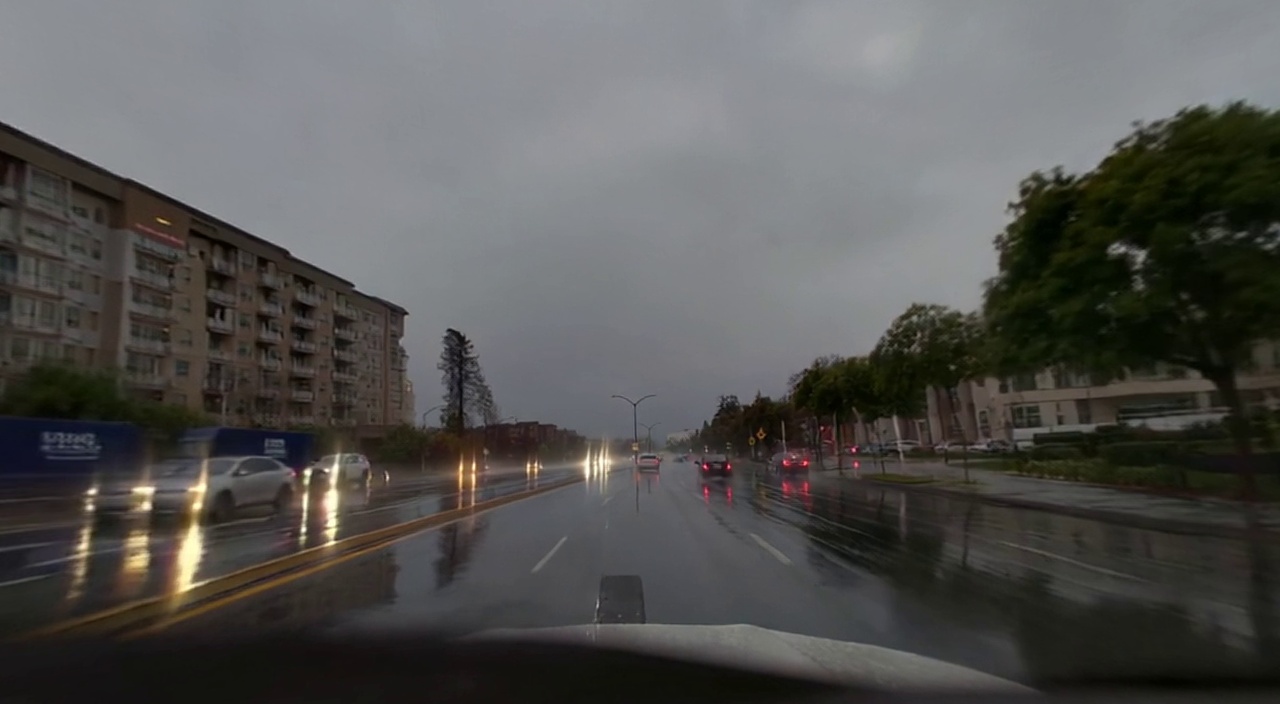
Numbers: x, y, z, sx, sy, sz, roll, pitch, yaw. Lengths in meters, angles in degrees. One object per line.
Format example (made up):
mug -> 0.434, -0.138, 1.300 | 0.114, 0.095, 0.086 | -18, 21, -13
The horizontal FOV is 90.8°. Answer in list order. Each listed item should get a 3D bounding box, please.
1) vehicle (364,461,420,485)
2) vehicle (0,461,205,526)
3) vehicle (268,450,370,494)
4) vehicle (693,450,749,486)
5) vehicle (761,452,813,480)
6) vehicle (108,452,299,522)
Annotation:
vehicle -> -17.185, 8.395, 44.019 | 1.804, 1.421, 4.659 | -1, -9, 3
vehicle -> -14.915, 3.894, 17.899 | 1.918, 1.485, 4.412 | -1, -9, 1
vehicle -> -14.503, 5.427, 28.905 | 2.024, 1.798, 4.588 | -1, -9, 3
vehicle -> 3.660, 5.330, 29.328 | 2.020, 1.479, 4.650 | 0, -9, 0
vehicle -> 8.180, 6.332, 35.443 | 1.932, 1.439, 4.159 | 0, -9, 0
vehicle -> -11.535, 3.545, 17.165 | 1.919, 1.602, 4.346 | -1, -9, 3
